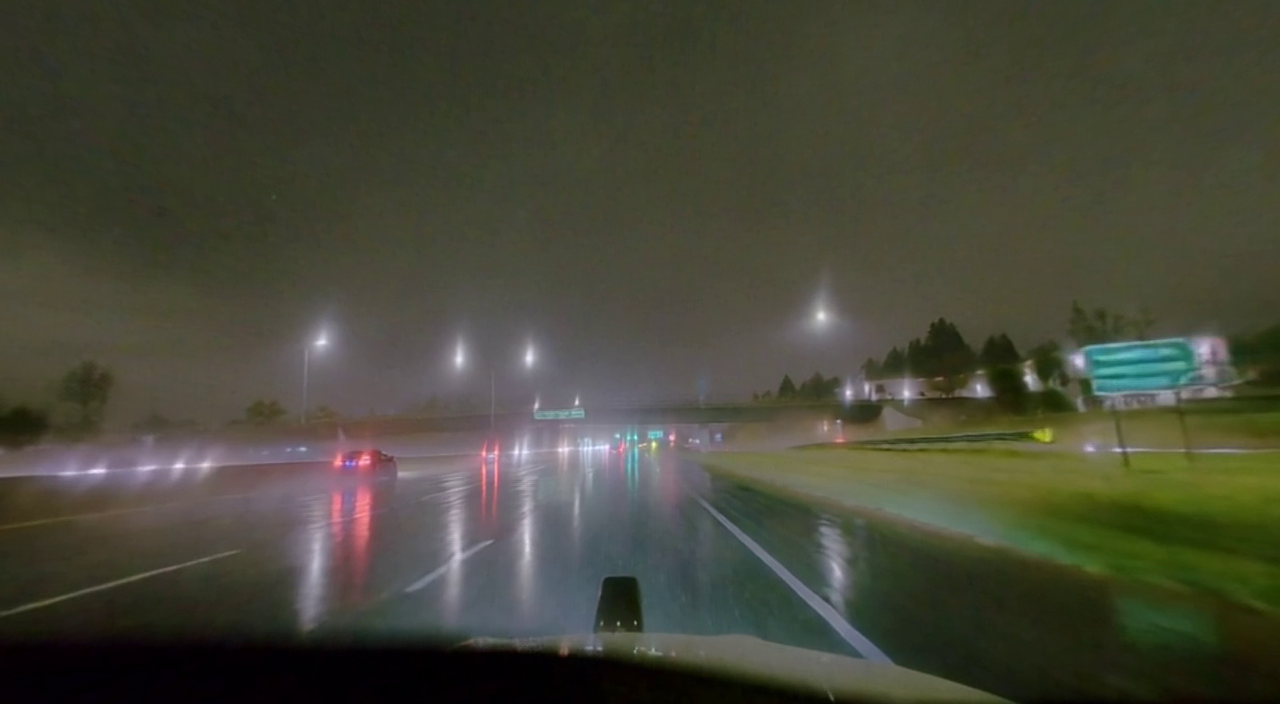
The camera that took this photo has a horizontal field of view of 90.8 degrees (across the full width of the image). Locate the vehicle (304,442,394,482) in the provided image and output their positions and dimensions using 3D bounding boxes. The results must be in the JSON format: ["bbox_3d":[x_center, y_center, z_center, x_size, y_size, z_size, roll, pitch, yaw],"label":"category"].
[{"bbox_3d":[-14.462,5.481,31.849,2.049,1.792,5.177,0,-9,0],"label":"vehicle"}]
